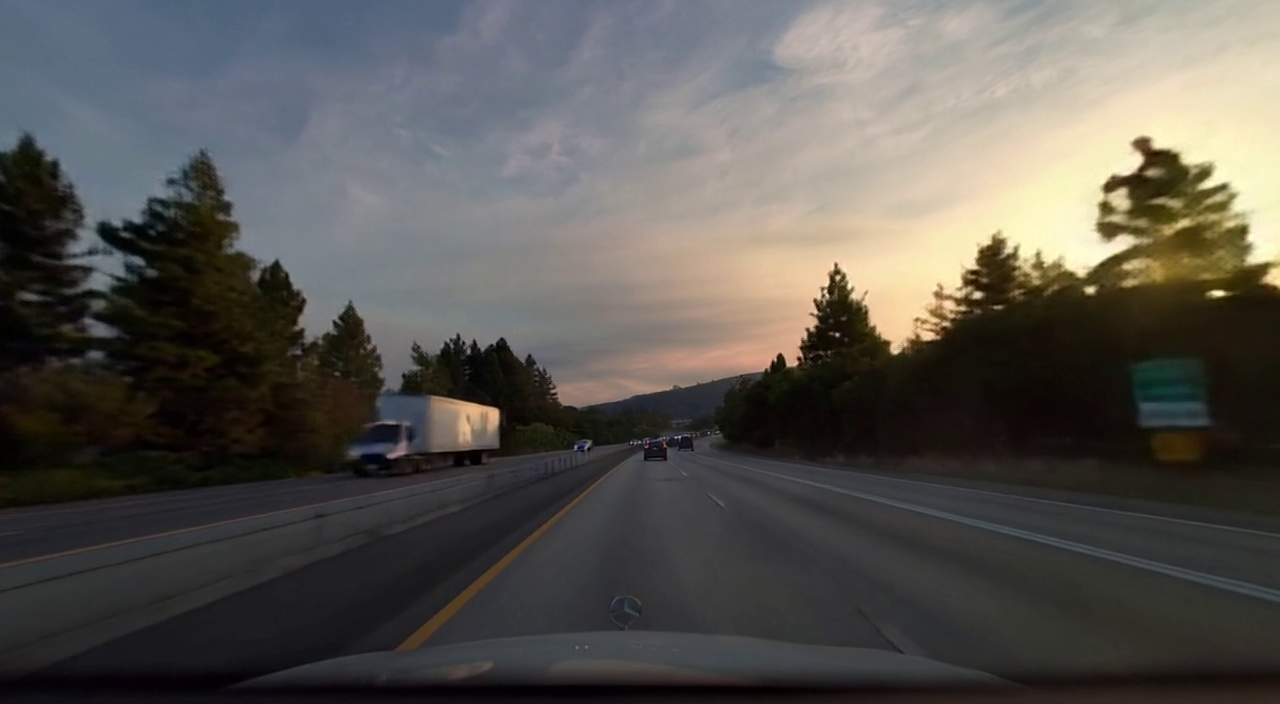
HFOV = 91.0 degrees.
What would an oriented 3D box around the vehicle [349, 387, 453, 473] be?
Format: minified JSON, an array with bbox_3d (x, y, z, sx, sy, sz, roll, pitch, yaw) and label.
[{"bbox_3d":[-11.469,3.841,30.808,2.907,3.852,5.056,0,-8,1],"label":"vehicle"}]

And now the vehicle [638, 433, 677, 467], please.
[{"bbox_3d":[1.096,6.058,39.121,2.301,1.944,4.554,0,-8,1],"label":"vehicle"}]
